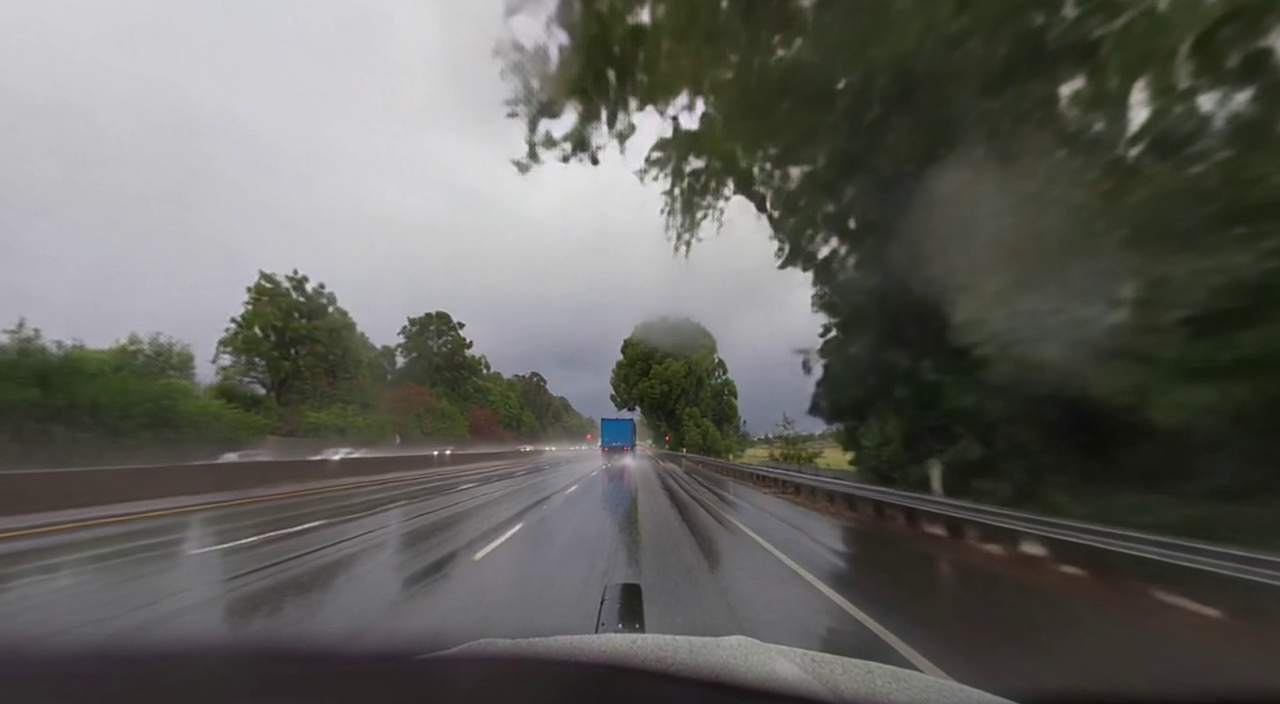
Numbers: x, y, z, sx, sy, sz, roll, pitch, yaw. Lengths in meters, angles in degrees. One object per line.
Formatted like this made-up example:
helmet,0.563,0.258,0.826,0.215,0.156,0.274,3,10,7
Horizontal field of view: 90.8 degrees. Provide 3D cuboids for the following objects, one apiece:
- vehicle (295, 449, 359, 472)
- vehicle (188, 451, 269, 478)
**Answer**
vehicle,-21.308,7.400,43.301,1.992,1.492,4.727,0,-8,0
vehicle,-25.104,6.856,38.756,1.833,1.477,4.743,0,-8,-1
